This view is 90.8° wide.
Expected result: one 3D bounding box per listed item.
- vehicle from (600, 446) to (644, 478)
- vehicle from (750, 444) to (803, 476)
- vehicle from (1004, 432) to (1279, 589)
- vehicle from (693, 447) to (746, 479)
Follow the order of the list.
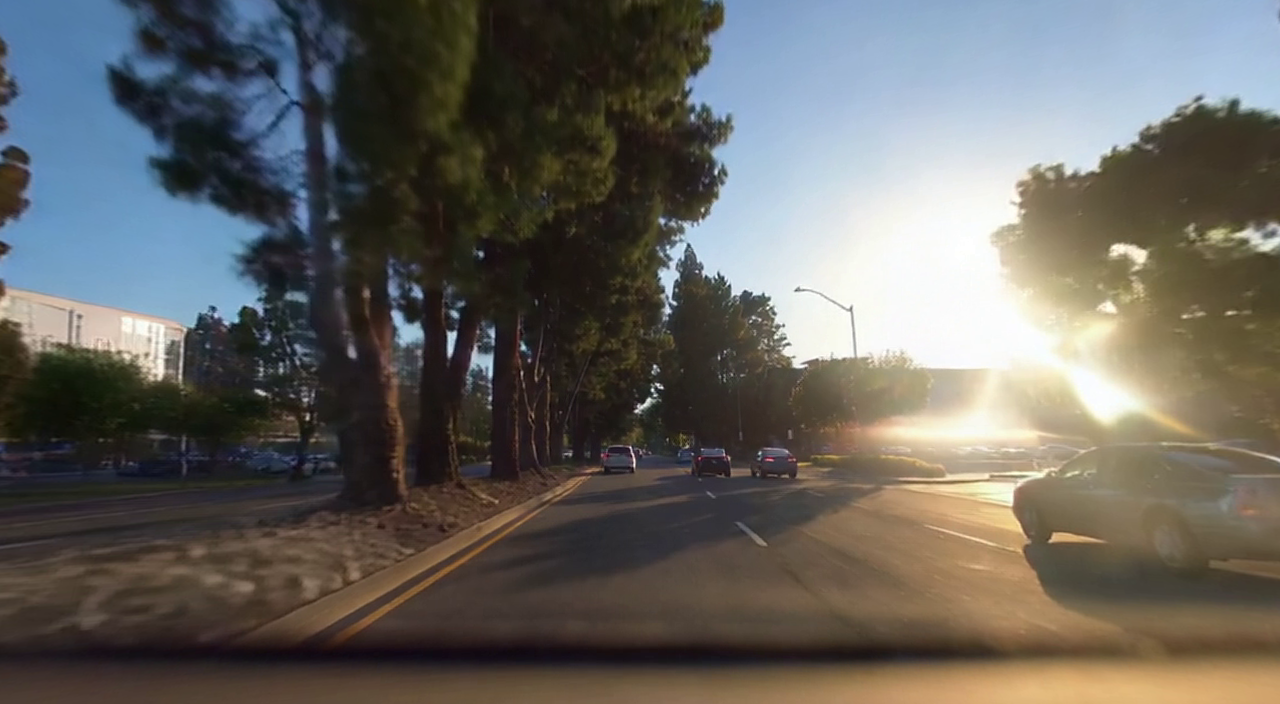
[{"bbox_3d":[-0.865,5.498,31.773,2.077,1.477,3.897,0,-8,-1],"label":"vehicle"},{"bbox_3d":[7.671,6.115,36.000,1.945,1.687,4.292,0,-8,-1],"label":"vehicle"},{"bbox_3d":[7.125,1.855,8.263,1.888,1.508,4.646,0,-8,-1],"label":"vehicle"},{"bbox_3d":[3.799,5.380,30.894,2.020,1.472,3.958,0,-8,0],"label":"vehicle"}]
